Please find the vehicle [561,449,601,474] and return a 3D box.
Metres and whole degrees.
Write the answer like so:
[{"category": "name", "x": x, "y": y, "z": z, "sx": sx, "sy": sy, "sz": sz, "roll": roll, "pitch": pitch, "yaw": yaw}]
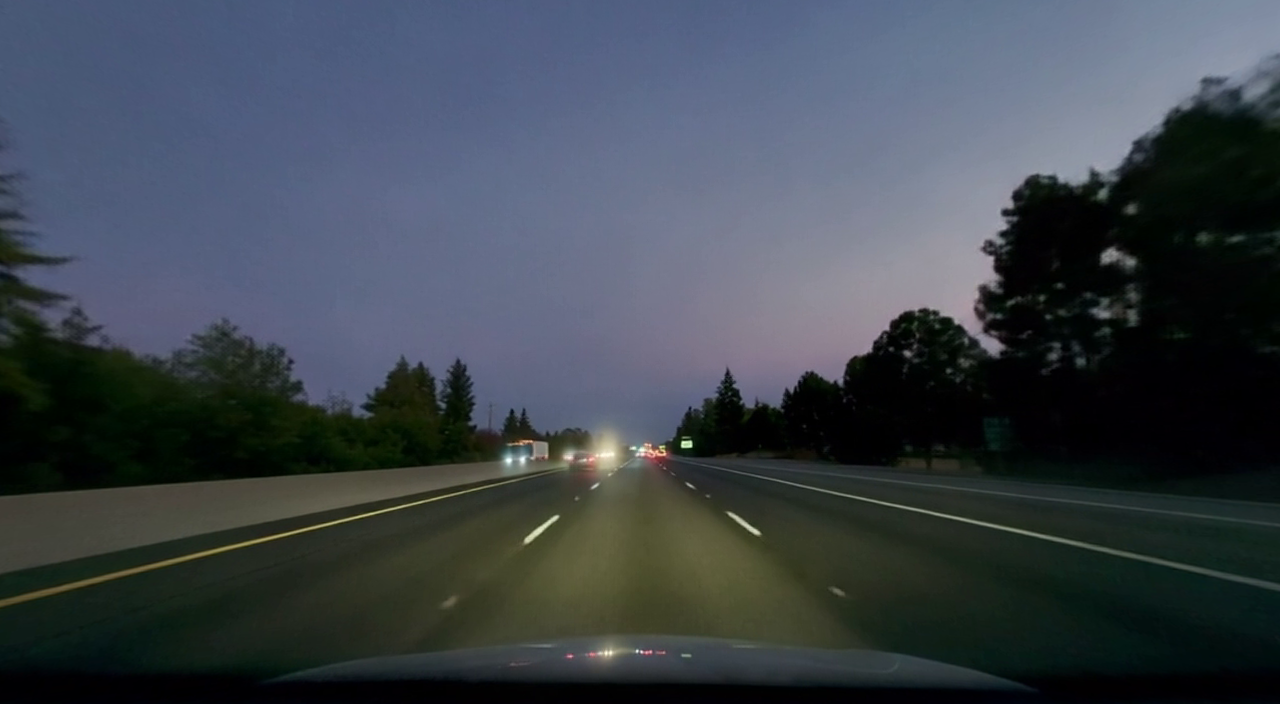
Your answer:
[{"category": "vehicle", "x": -3.784, "y": 7.213, "z": 41.639, "sx": 2.128, "sy": 1.521, "sz": 5.409, "roll": 0, "pitch": -9, "yaw": 0}]
